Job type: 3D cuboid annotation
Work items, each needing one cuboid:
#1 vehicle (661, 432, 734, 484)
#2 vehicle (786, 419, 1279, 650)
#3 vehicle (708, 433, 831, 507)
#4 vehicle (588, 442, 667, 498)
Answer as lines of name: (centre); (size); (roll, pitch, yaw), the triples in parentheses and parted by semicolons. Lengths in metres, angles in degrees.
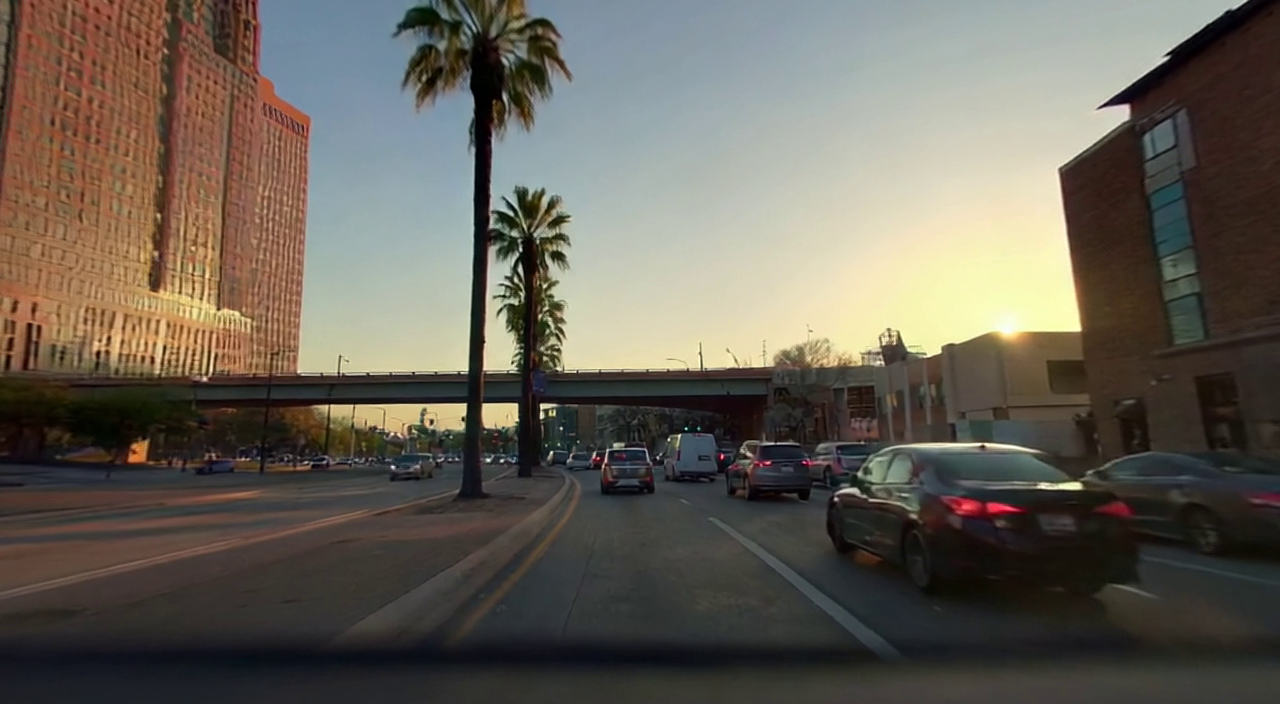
vehicle: (2.569, 4.948, 29.725); (2.434, 2.171, 5.098); (1, -9, -6)
vehicle: (3.306, 1.591, 6.658); (2.238, 1.522, 4.627); (0, -9, -2)
vehicle: (3.265, 3.095, 16.912); (2.151, 1.695, 4.258); (0, -9, -3)
vehicle: (-0.542, 3.864, 21.141); (2.332, 1.625, 4.933); (0, -9, -4)
